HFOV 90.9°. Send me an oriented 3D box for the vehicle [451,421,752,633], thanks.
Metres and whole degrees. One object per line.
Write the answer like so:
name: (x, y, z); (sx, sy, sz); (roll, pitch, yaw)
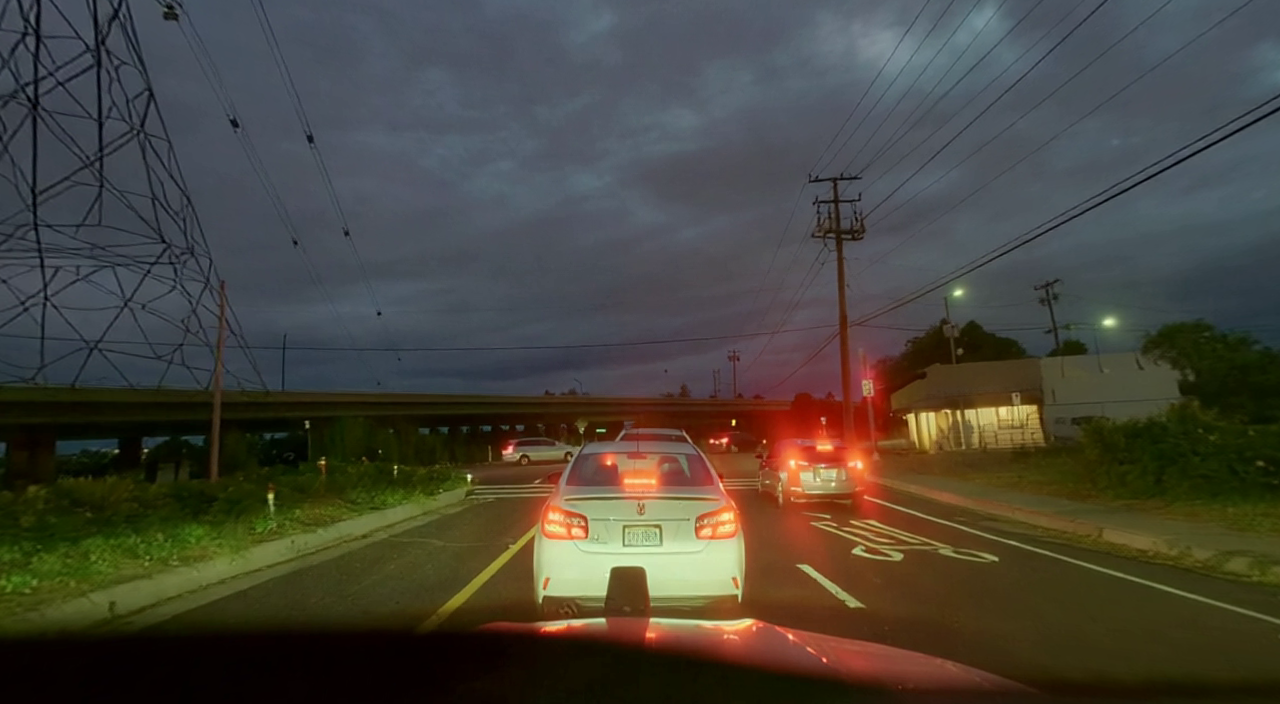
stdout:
vehicle: (-0.230, 1.527, 6.468); (2.090, 1.458, 4.033); (-1, -9, 1)
